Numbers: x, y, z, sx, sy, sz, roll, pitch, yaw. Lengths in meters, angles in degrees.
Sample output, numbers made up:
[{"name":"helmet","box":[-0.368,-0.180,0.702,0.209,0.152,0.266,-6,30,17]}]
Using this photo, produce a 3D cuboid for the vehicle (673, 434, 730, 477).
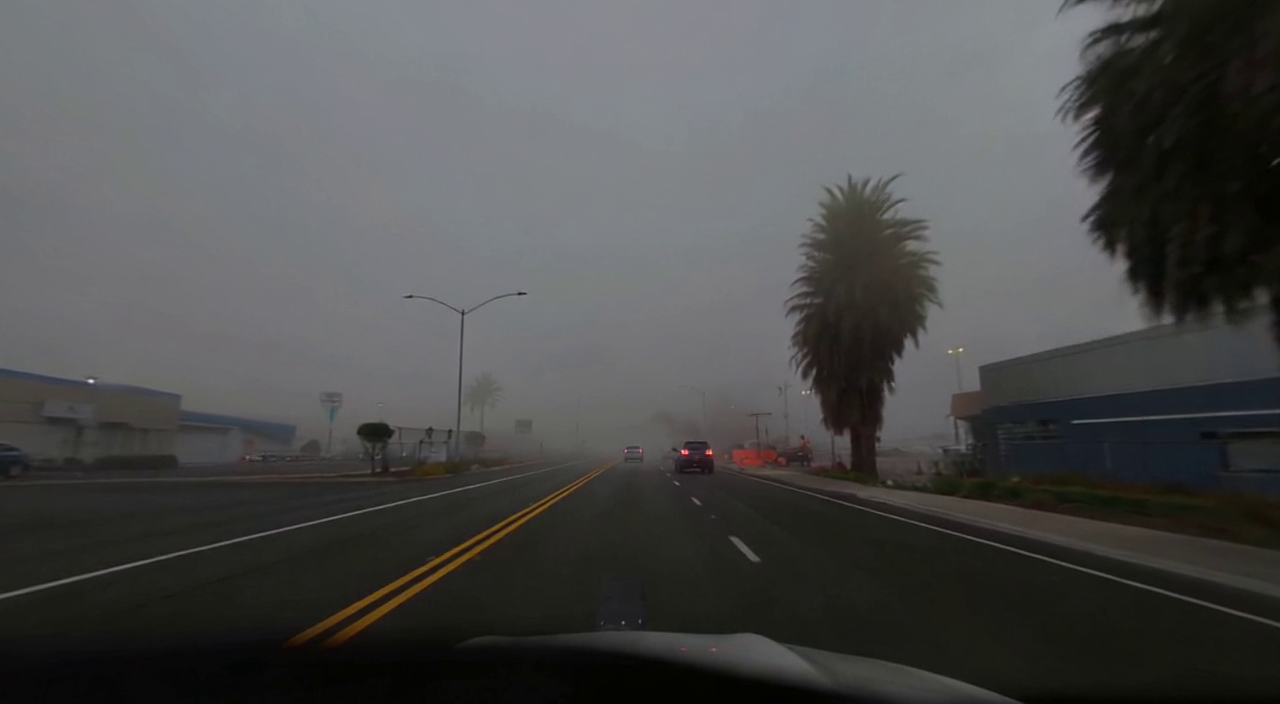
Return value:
[{"name":"vehicle","box":[3.001,5.228,32.129,2.386,1.970,5.665,0,-8,0]}]

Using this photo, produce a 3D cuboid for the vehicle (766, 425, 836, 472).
[{"name":"vehicle","box":[11.204,6.669,43.541,2.609,2.976,4.867,-7,-11,41]}]
